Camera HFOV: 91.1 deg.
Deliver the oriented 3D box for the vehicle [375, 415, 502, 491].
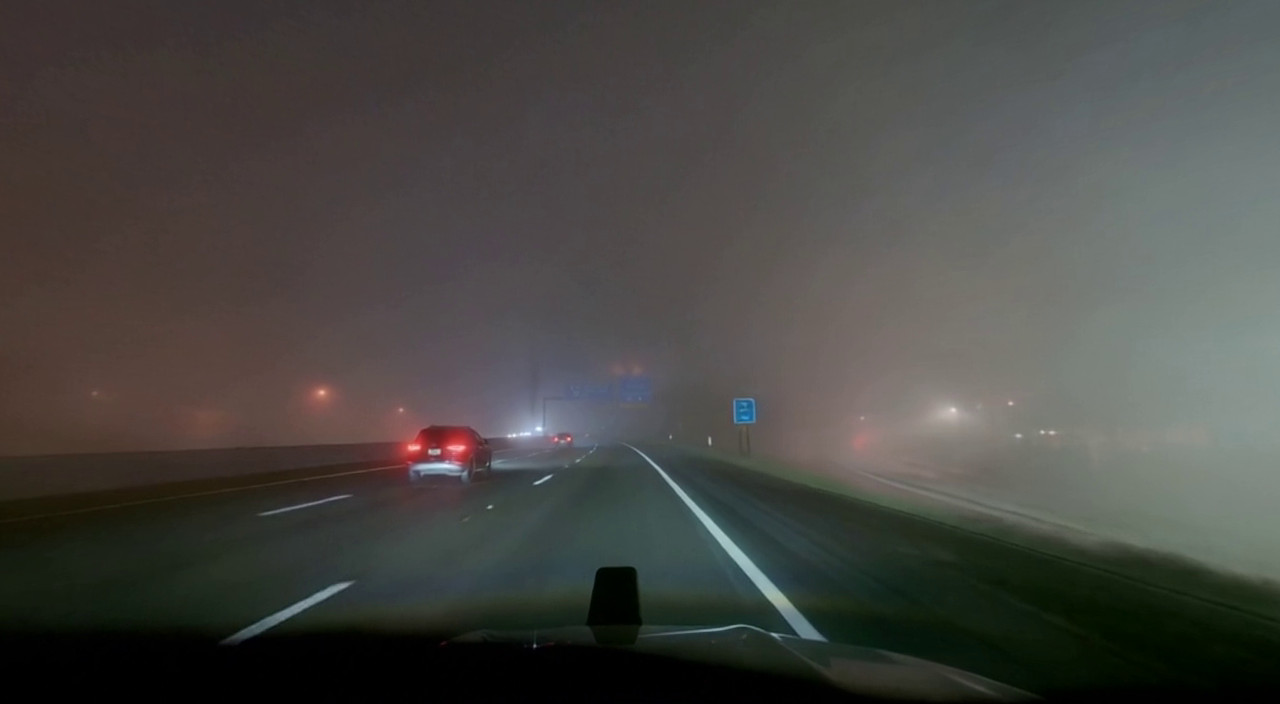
[{"bbox_3d":[-5.074,2.593,16.506,2.007,1.727,4.040,0,-8,0],"label":"vehicle"}]
